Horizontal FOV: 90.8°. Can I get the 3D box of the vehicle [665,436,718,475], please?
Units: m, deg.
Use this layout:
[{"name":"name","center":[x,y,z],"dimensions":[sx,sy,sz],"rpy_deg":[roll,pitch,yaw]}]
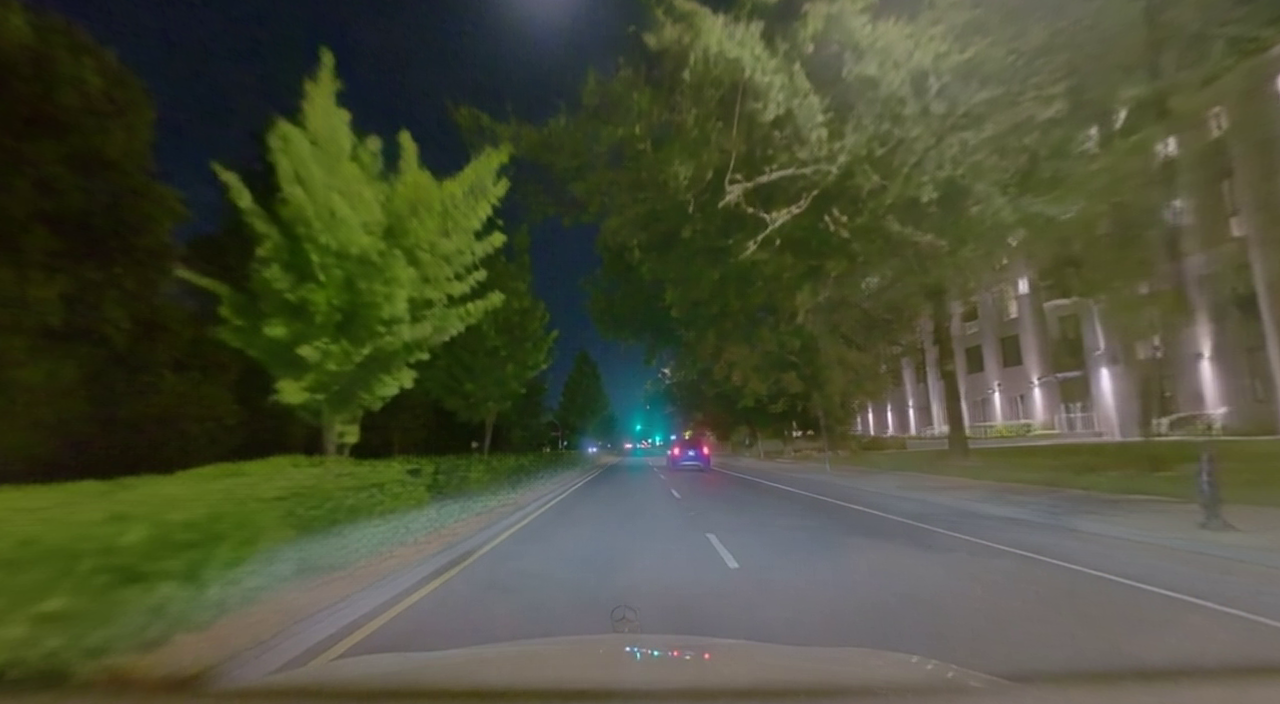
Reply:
[{"name":"vehicle","center":[2.429,5.040,30.954],"dimensions":[2.164,1.725,4.285],"rpy_deg":[0,-9,-1]}]
